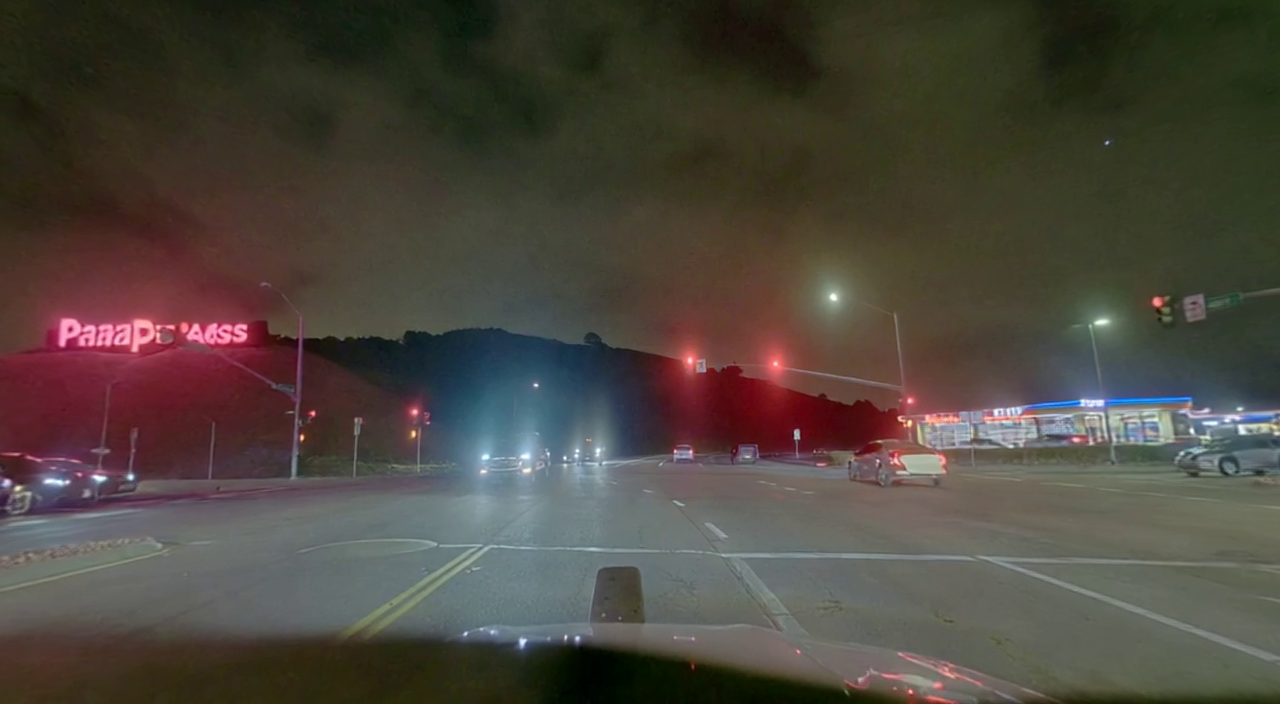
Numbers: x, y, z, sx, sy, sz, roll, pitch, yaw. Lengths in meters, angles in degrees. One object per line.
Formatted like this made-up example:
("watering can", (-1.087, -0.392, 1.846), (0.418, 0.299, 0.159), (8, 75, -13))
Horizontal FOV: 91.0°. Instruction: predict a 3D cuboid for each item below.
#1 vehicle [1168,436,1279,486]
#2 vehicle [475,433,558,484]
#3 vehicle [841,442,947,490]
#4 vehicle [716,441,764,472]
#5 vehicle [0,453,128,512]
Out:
("vehicle", (25.046, 4.499, 26.076), (4.546, 1.944, 2.051), (1, -9, -5))
("vehicle", (-4.635, 4.068, 24.373), (2.199, 1.745, 4.669), (0, -8, 1))
("vehicle", (9.139, 4.117, 23.104), (1.911, 1.594, 4.378), (0, -9, -2))
("vehicle", (5.557, 5.853, 35.422), (1.855, 1.622, 4.167), (0, -8, -2))
("vehicle", (-19.801, 4.188, 20.478), (4.440, 1.748, 2.033), (0, -9, 1))
